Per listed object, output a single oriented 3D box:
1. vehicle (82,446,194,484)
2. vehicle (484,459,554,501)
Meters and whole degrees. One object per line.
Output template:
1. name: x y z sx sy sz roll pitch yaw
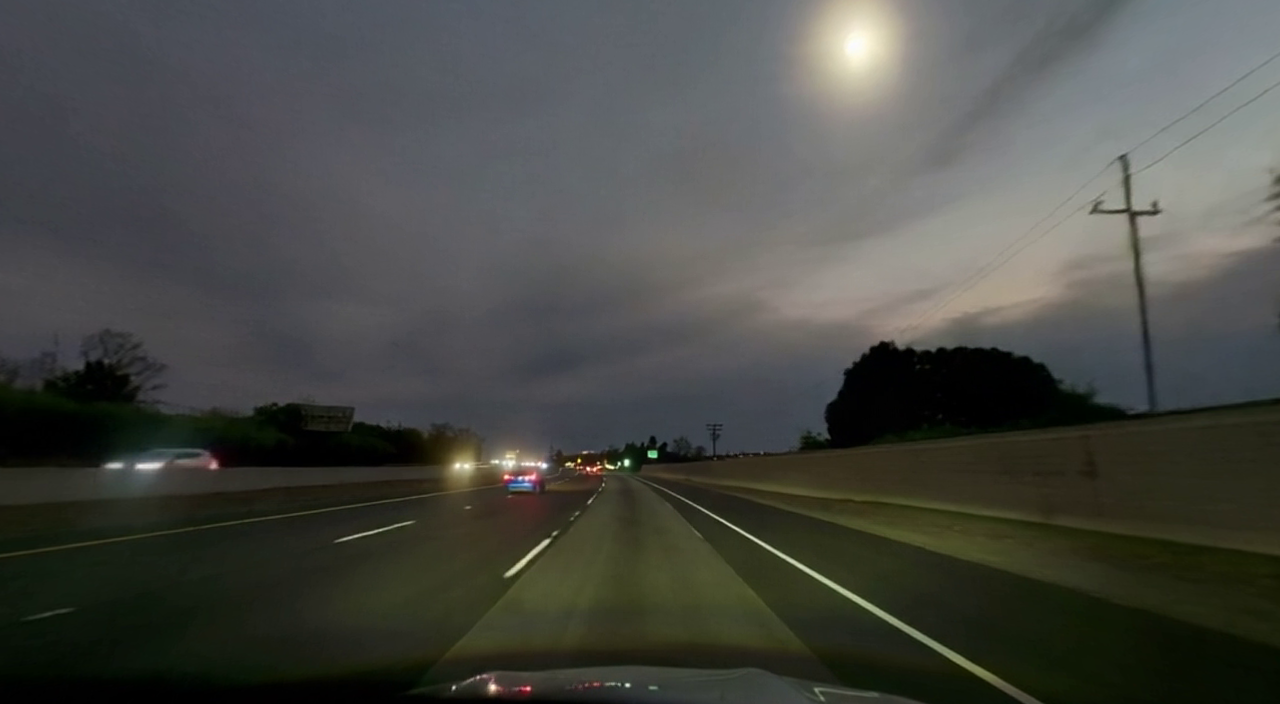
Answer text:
1. vehicle: -23.127 5.265 29.280 1.847 1.587 4.053 1 -10 -1
2. vehicle: -5.306 5.696 28.240 2.194 1.704 4.421 1 -10 1
